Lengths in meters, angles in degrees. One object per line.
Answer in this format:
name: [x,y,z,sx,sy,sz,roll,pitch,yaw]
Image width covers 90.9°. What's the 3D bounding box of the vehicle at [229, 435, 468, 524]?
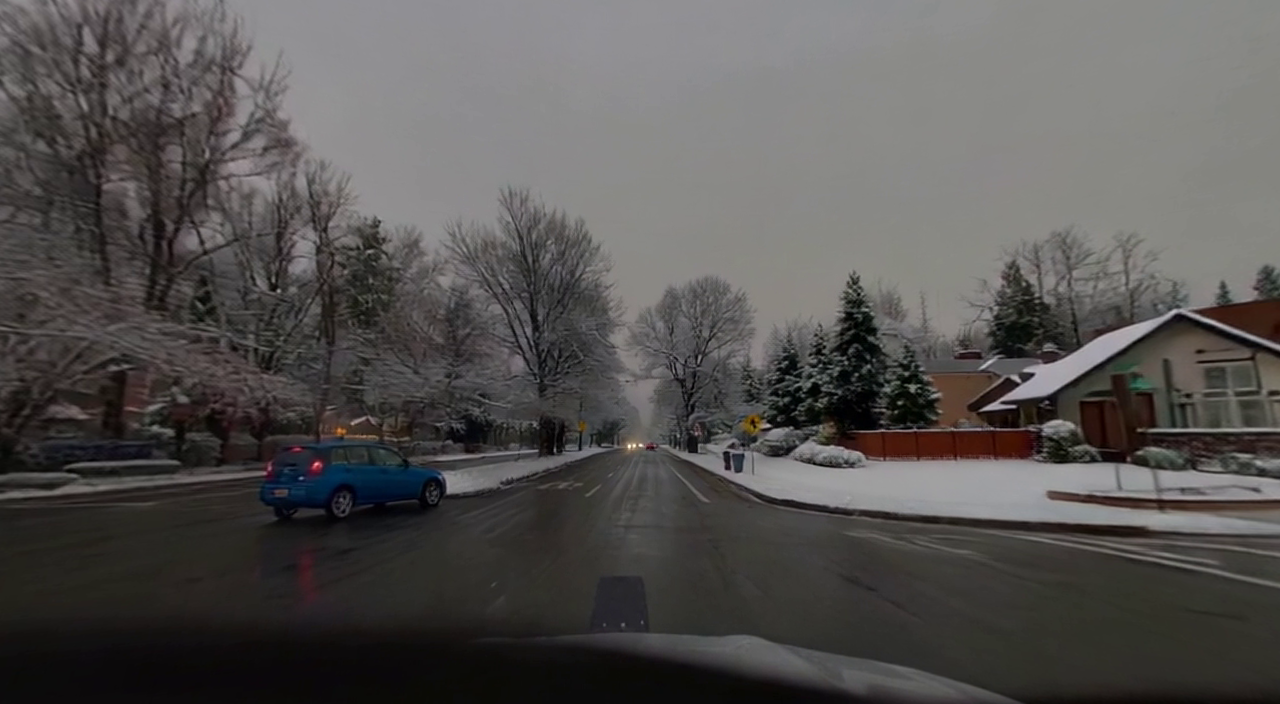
vehicle: [-6.390,2.814,14.611,2.170,1.666,4.788,-3,-9,20]
